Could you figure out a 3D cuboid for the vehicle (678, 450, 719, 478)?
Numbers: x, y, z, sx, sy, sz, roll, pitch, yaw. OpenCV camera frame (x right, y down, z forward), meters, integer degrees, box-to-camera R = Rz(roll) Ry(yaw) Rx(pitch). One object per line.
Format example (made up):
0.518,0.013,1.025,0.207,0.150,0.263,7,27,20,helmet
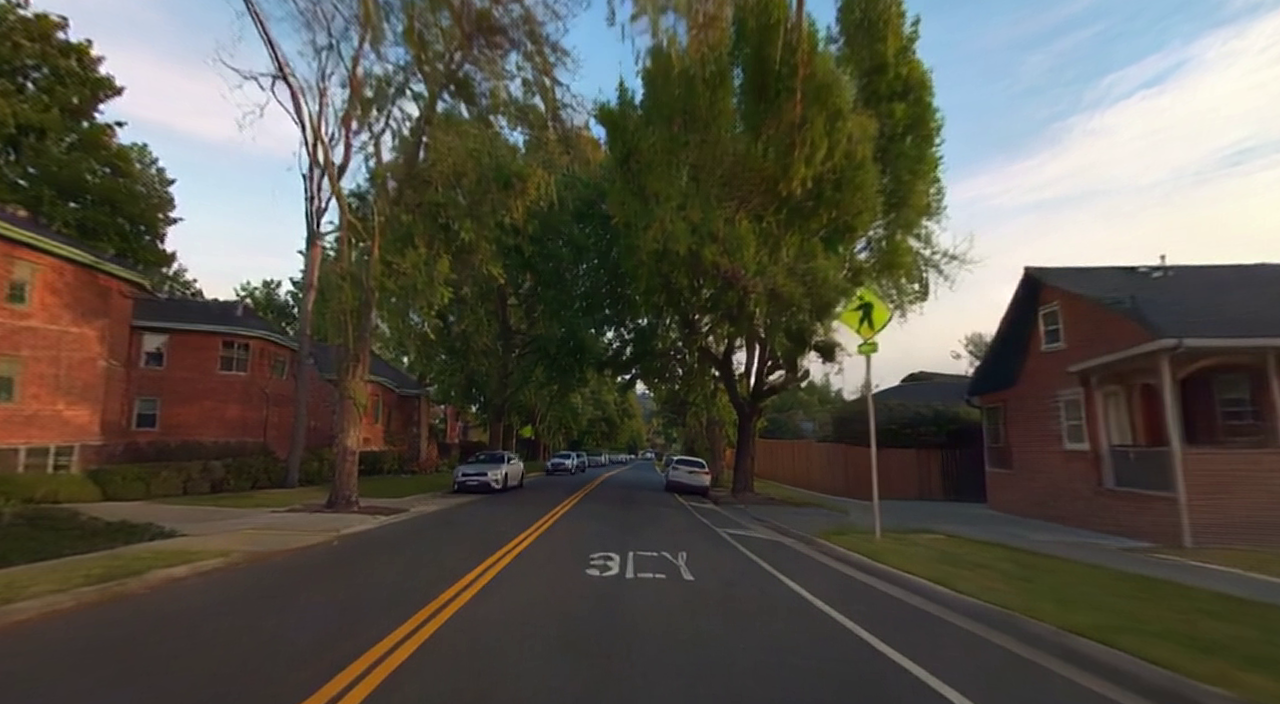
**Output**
3.911,7.520,42.816,1.937,1.752,4.574,1,-9,-5,vehicle
